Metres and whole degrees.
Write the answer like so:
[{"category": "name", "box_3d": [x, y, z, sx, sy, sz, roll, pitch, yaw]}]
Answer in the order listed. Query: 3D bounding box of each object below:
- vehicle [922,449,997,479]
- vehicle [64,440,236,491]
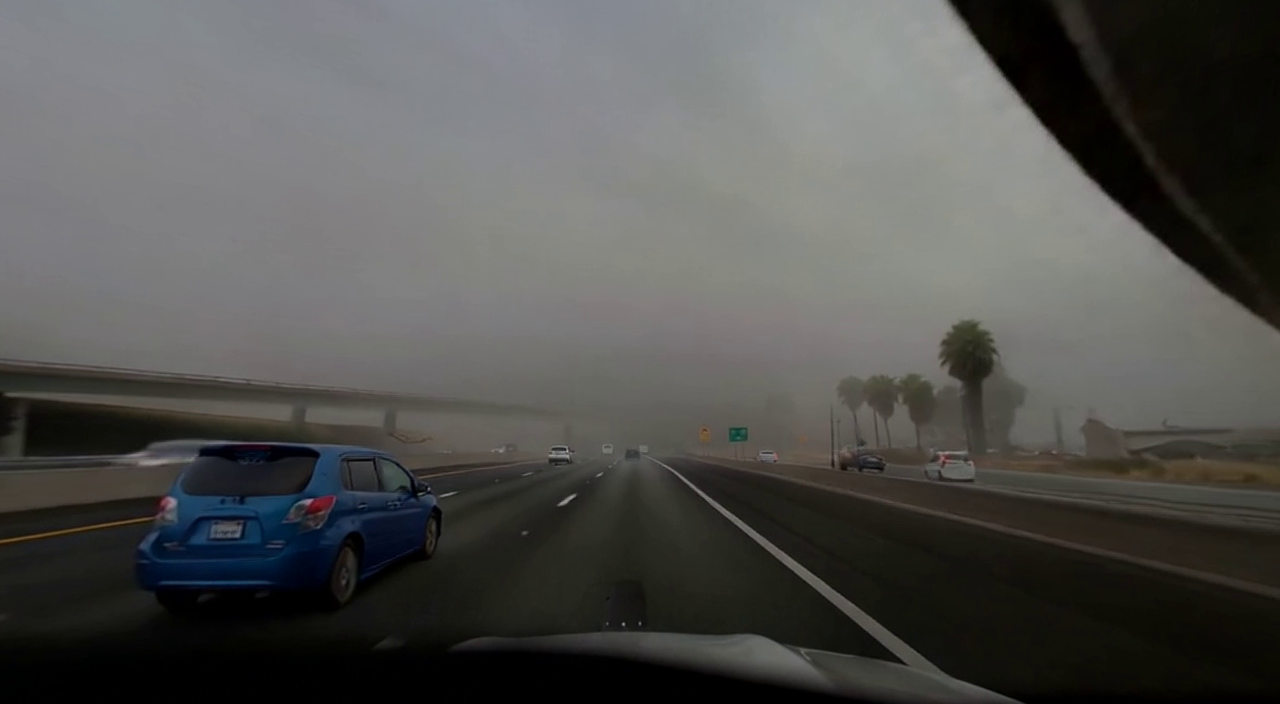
[{"category": "vehicle", "box_3d": [19.486, 6.827, 38.549, 2.294, 1.737, 4.708, -1, -9, 3]}, {"category": "vehicle", "box_3d": [-16.068, 3.726, 20.997, 1.952, 1.479, 4.689, 0, -9, 0]}]
